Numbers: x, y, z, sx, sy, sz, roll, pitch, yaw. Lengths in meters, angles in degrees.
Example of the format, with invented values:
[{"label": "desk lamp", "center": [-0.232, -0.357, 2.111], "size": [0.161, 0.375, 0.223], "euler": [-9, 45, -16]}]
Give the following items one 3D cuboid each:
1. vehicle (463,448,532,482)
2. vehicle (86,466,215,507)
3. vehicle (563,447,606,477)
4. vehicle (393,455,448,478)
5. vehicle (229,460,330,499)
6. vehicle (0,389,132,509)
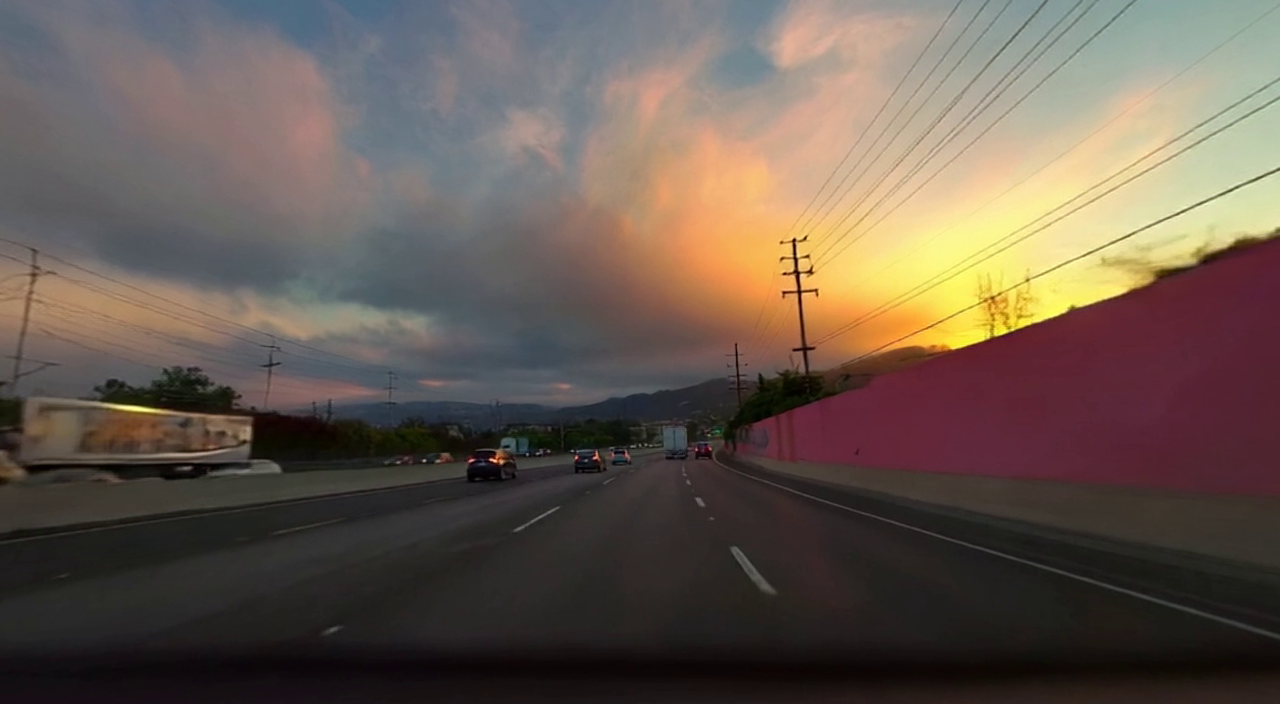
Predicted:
[{"label": "vehicle", "center": [-6.988, 5.588, 31.488], "size": [2.142, 1.503, 4.767], "euler": [-1, -9, 3]}, {"label": "vehicle", "center": [-19.645, 5.376, 25.534], "size": [1.805, 1.405, 4.114], "euler": [-1, -9, 2]}, {"label": "vehicle", "center": [-3.109, 6.267, 36.156], "size": [1.966, 1.565, 3.766], "euler": [-1, -9, 2]}, {"label": "vehicle", "center": [-15.301, 8.015, 44.226], "size": [1.923, 1.459, 4.561], "euler": [-1, -9, 5]}, {"label": "vehicle", "center": [-15.131, 5.339, 26.735], "size": [1.866, 1.416, 3.918], "euler": [-1, -9, 2]}, {"label": "vehicle", "center": [-23.917, 3.835, 24.346], "size": [3.361, 4.101, 5.809], "euler": [-1, -10, 1]}]
